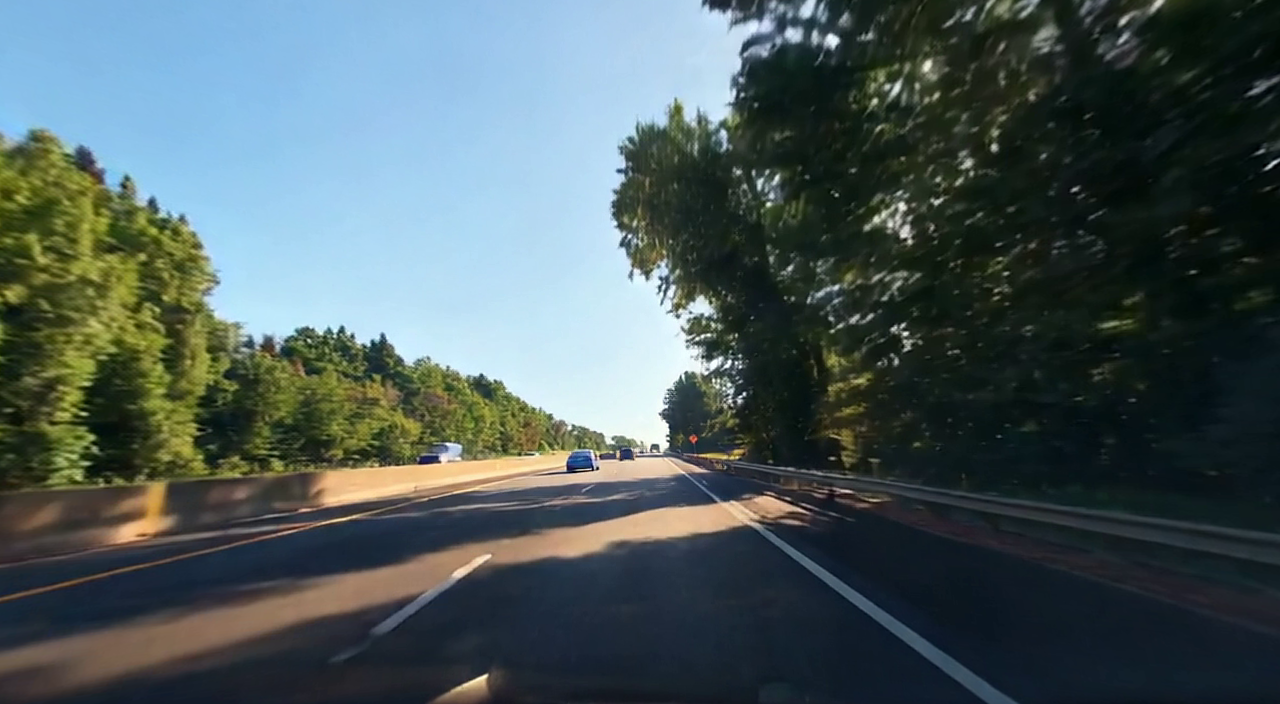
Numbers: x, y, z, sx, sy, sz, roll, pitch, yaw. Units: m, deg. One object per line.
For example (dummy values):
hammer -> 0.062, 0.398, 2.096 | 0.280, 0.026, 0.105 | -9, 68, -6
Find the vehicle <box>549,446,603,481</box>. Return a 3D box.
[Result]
vehicle -> -2.794, 5.006, 28.575 | 1.917, 1.450, 3.997 | 0, -8, 2
